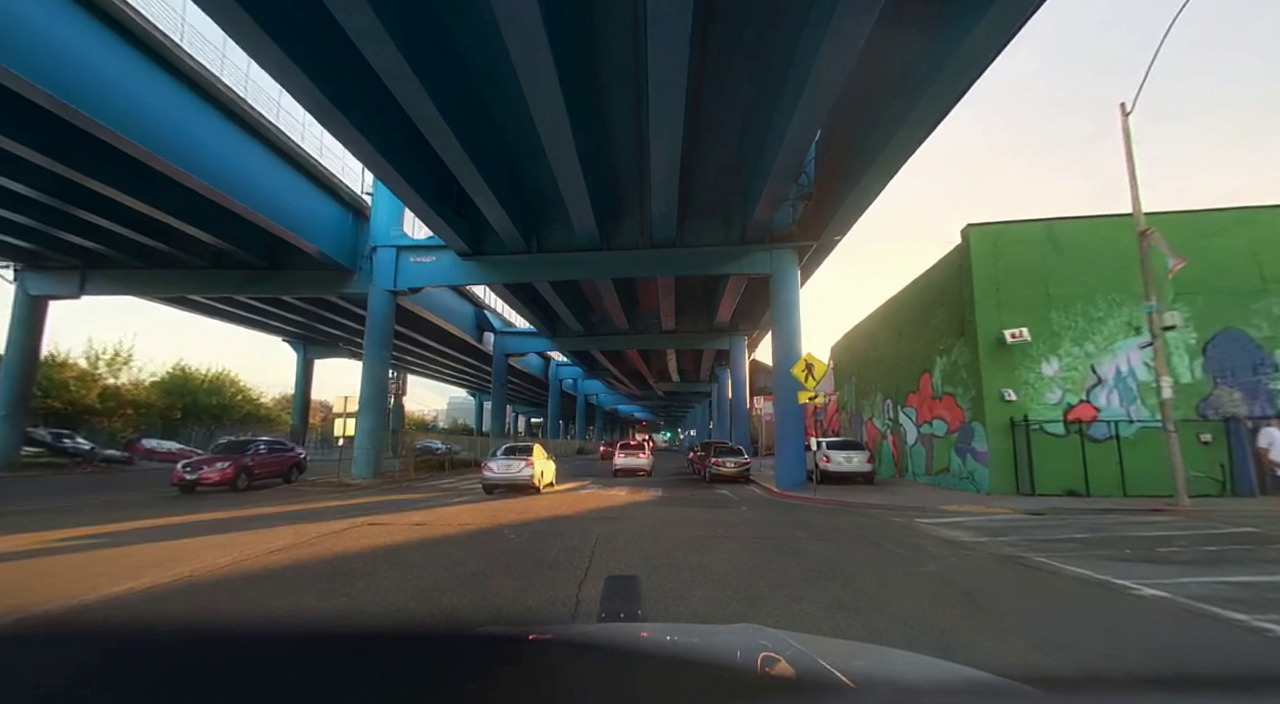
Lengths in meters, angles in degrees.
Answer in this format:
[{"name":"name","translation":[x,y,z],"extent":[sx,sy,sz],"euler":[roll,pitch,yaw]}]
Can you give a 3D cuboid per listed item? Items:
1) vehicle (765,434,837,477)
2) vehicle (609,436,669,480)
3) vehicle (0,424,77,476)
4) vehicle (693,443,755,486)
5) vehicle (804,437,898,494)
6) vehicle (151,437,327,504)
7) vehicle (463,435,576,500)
[{"name":"vehicle","translation":[7.752,5.043,30.918],"extent":[2.175,1.909,4.953],"euler":[0,-9,0]},{"name":"vehicle","translation":[-0.035,4.110,24.648],"extent":[2.155,1.571,3.734],"euler":[0,-8,0]},{"name":"vehicle","translation":[-31.505,4.868,31.529],"extent":[2.208,2.440,5.648],"euler":[1,-8,-9]},{"name":"vehicle","translation":[3.312,4.507,25.758],"extent":[1.983,1.589,4.010],"euler":[0,-8,0]},{"name":"vehicle","translation":[7.673,4.124,23.515],"extent":[2.275,1.834,4.294],"euler":[1,-8,4]},{"name":"vehicle","translation":[-11.909,3.537,19.306],"extent":[2.056,1.768,4.986],"euler":[0,-9,0]},{"name":"vehicle","translation":[-3.102,3.084,17.350],"extent":[2.024,1.533,4.549],"euler":[0,-8,2]}]
